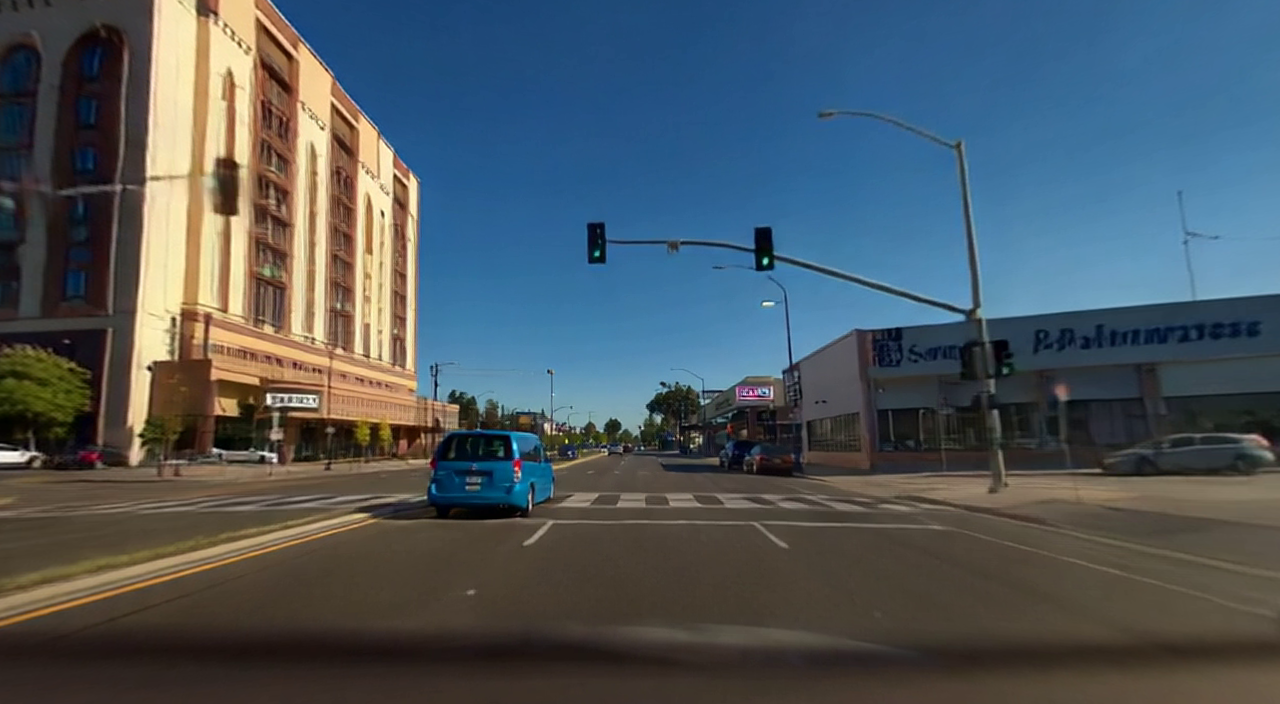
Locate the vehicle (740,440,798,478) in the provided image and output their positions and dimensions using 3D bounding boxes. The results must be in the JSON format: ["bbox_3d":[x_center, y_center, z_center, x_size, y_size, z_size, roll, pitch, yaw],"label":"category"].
[{"bbox_3d":[6.435,5.355,31.935,1.942,1.753,4.912,0,-8,0],"label":"vehicle"}]

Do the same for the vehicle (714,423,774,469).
[{"bbox_3d":[6.247,5.810,38.834,2.642,2.582,6.157,0,-8,0],"label":"vehicle"}]

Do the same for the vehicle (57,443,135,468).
[{"bbox_3d":[-38.726,7.338,44.895,1.758,1.693,4.003,-1,-8,5],"label":"vehicle"}]

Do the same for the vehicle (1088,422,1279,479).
[{"bbox_3d":[20.989,3.773,24.206,5.551,2.016,2.205,-1,-9,7],"label":"vehicle"}]

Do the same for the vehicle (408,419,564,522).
[{"bbox_3d":[-2.825,2.276,12.553,2.080,1.722,3.766,0,-8,1],"label":"vehicle"}]
